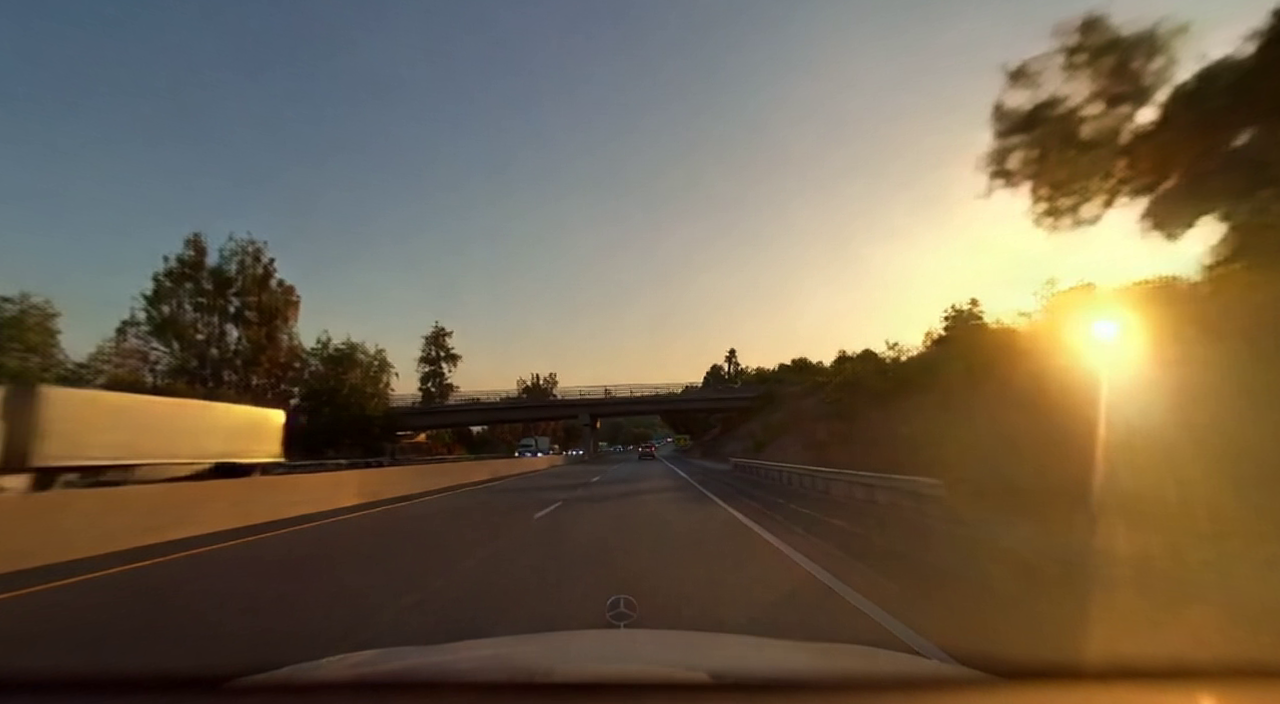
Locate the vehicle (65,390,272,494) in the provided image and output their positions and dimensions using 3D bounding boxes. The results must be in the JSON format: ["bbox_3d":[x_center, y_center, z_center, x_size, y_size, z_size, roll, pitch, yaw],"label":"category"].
[{"bbox_3d":[-21.030,4.218,29.106,2.840,4.071,8.380,0,-9,0],"label":"vehicle"}]

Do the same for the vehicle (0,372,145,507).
[{"bbox_3d":[-21.039,2.720,19.529,2.990,4.070,10.171,0,-9,0],"label":"vehicle"}]
